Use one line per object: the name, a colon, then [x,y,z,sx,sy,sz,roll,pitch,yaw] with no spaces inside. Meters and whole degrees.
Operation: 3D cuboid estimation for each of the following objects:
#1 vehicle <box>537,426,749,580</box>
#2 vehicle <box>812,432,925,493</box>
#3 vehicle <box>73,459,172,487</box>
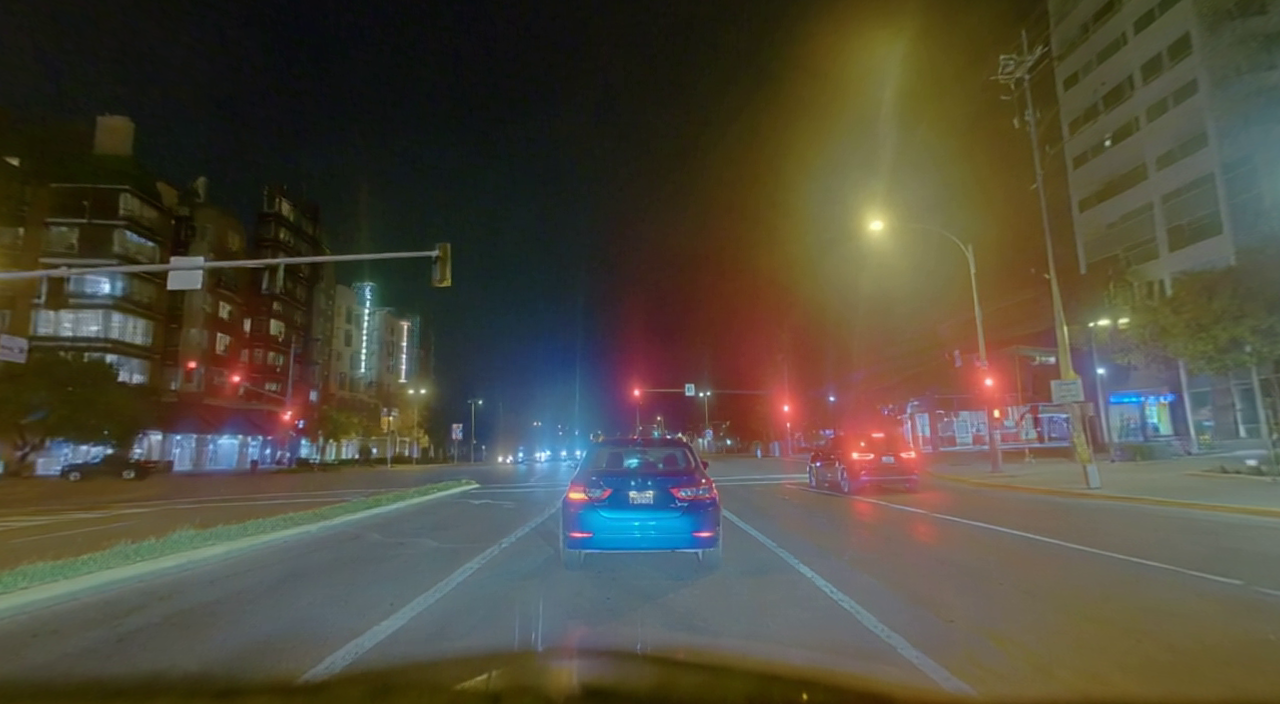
vehicle: [-0.025,1.795,8.373,2.070,1.488,4.206,0,-8,-2]
vehicle: [7.054,3.440,20.057,2.039,1.692,4.319,0,-8,1]
vehicle: [-32.388,7.560,39.643,4.401,1.625,1.863,0,-8,-4]
